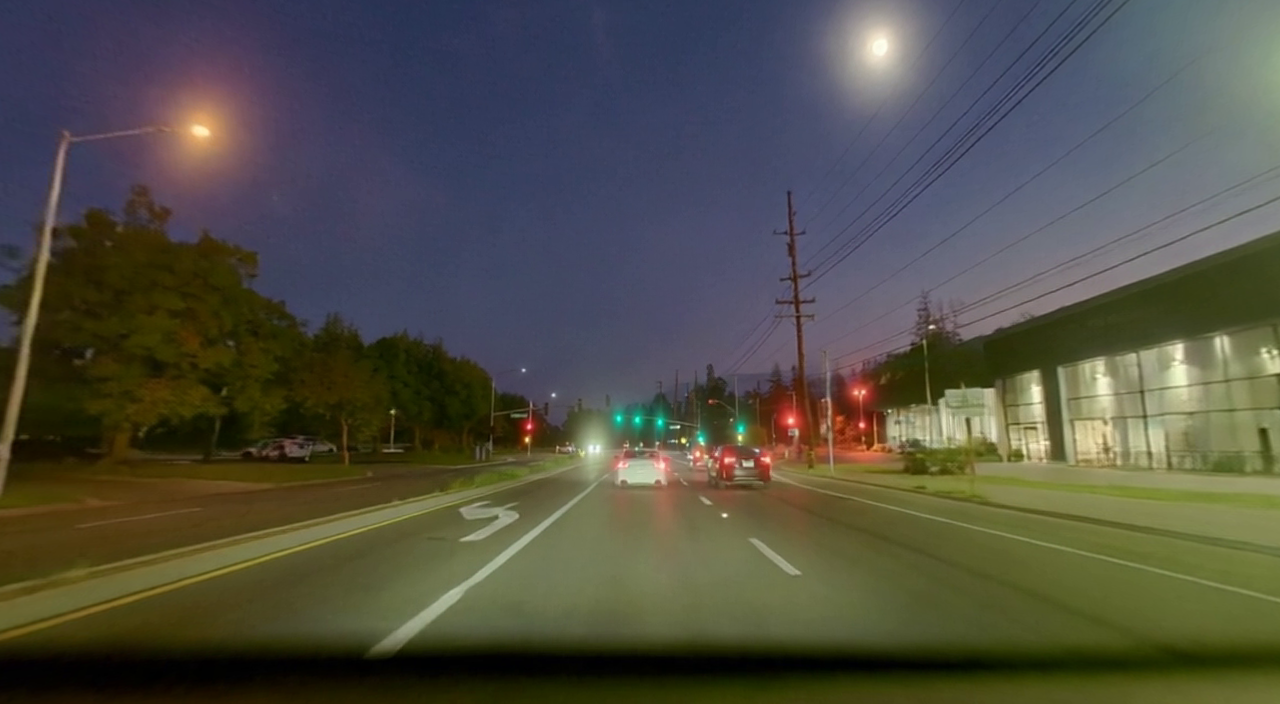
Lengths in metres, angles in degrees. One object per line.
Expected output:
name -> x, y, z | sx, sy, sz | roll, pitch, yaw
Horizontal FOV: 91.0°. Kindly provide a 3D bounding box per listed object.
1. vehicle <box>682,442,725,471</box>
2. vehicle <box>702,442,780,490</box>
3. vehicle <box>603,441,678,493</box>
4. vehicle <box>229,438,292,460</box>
vehicle -> 3.752, 6.260, 38.018 | 2.094, 1.652, 4.340 | 0, -8, -1
vehicle -> 3.362, 3.864, 21.694 | 1.985, 1.489, 4.036 | 0, -8, -1
vehicle -> -0.038, 3.602, 20.138 | 2.144, 1.473, 4.028 | 0, -8, -1
vehicle -> -28.342, 7.268, 47.158 | 1.908, 1.553, 4.979 | 1, -8, -4
